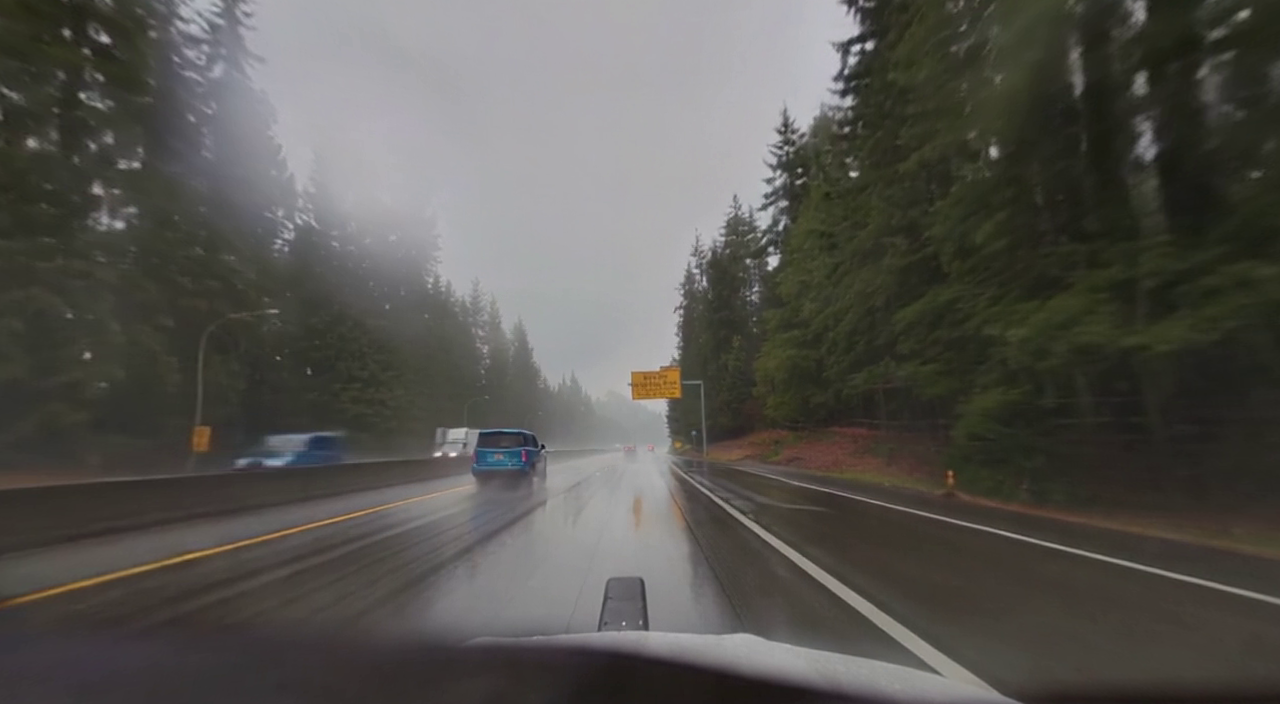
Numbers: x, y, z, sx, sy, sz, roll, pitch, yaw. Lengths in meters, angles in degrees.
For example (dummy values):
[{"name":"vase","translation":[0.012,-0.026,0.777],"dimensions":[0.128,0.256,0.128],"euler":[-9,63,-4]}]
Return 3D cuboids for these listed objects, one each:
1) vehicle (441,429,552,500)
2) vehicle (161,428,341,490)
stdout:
[{"name":"vehicle","translation":[-3.949,3.172,18.212],"dimensions":[2.084,1.752,4.479],"euler":[-1,-8,1]},{"name":"vehicle","translation":[-13.586,3.794,22.770],"dimensions":[2.516,1.910,6.199],"euler":[-1,-8,1]}]
